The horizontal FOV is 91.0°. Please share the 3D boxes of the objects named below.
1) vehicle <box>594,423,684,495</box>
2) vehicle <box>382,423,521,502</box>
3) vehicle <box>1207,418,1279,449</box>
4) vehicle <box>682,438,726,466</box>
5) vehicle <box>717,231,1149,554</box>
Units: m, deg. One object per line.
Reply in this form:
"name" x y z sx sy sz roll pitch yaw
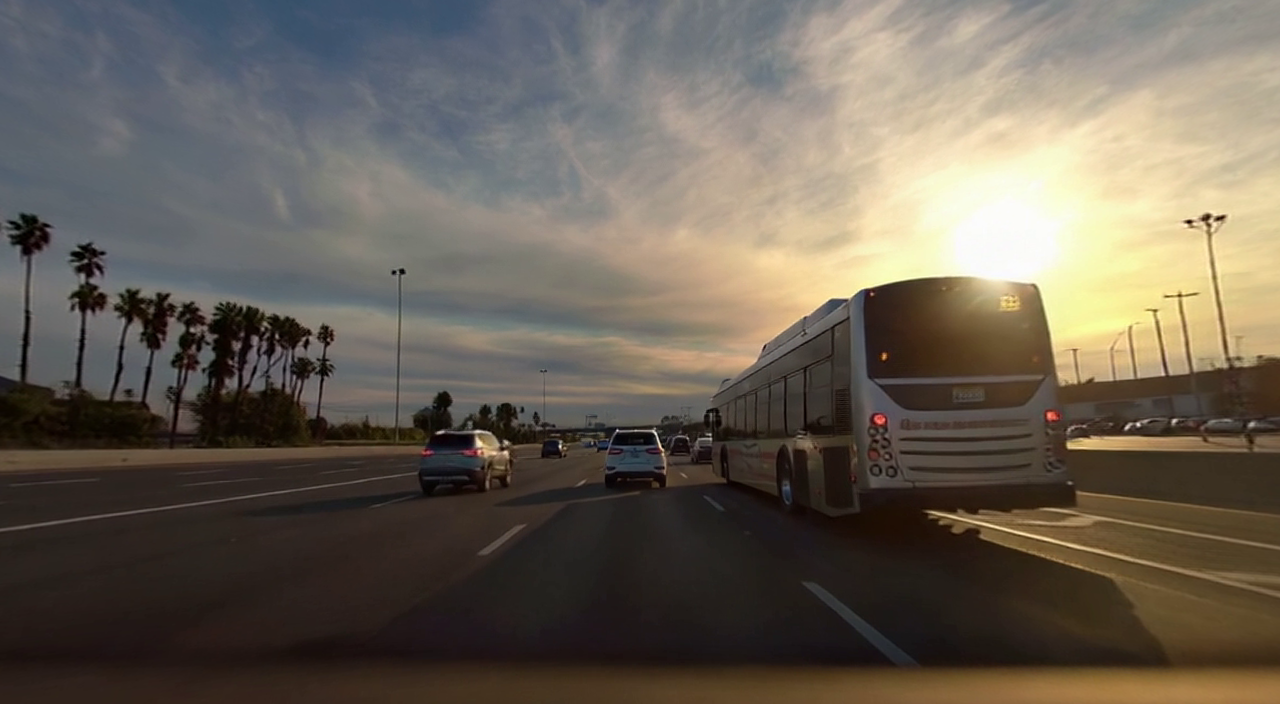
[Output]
"vehicle" 0.014 3.036 18.103 2.268 1.796 4.280 0 -9 1
"vehicle" -4.704 2.847 16.583 2.100 1.765 4.743 0 -9 1
"vehicle" 32.134 4.274 32.726 1.795 1.481 3.986 -1 -9 4
"vehicle" 3.774 5.992 37.830 2.039 1.516 4.521 0 -9 -2
"vehicle" 4.043 1.461 14.119 3.020 3.622 14.302 0 -9 1
